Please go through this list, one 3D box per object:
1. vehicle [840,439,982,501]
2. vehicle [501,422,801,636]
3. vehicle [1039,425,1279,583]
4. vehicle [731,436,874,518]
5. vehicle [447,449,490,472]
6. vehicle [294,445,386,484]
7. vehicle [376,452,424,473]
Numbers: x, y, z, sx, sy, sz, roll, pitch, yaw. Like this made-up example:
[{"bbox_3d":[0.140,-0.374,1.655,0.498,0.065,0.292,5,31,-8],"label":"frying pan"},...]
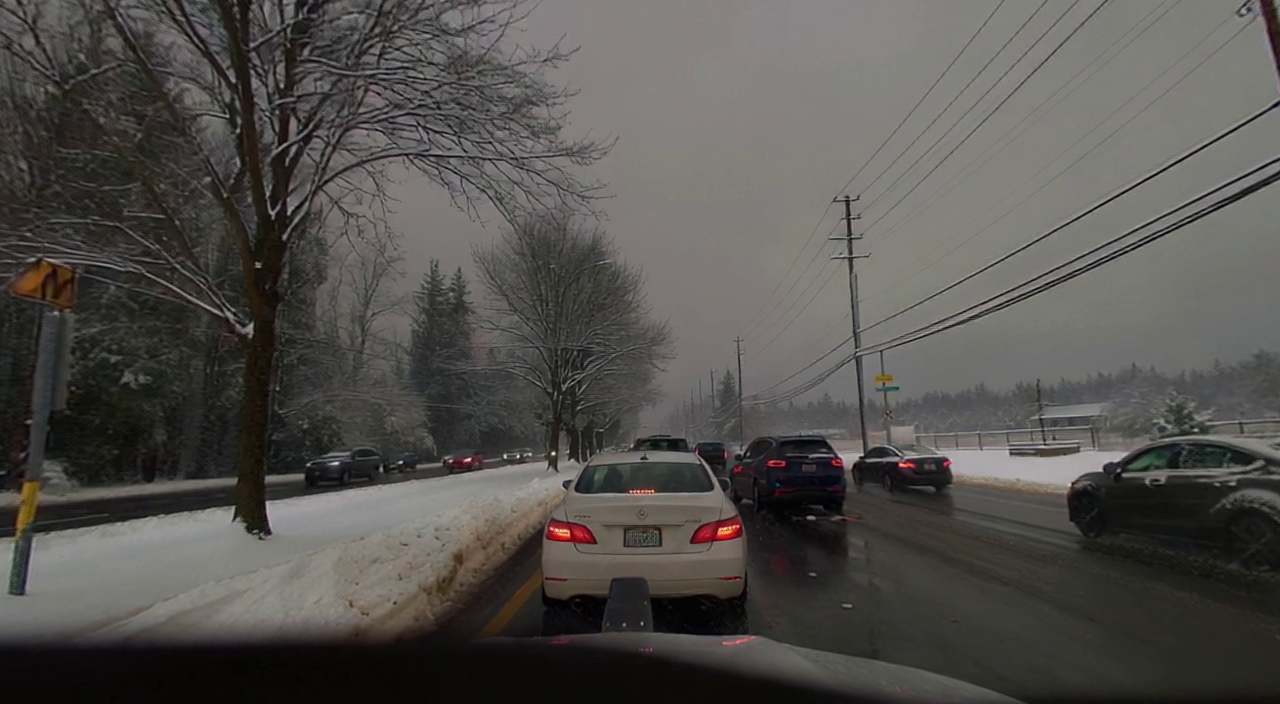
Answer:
[{"bbox_3d":[7.271,3.184,17.527,1.899,1.458,4.499,0,-8,-1],"label":"vehicle"},{"bbox_3d":[0.063,1.537,6.475,2.108,1.479,3.935,0,-8,0],"label":"vehicle"},{"bbox_3d":[6.989,1.627,7.286,1.850,1.480,4.474,0,-8,1],"label":"vehicle"},{"bbox_3d":[3.336,2.632,13.869,1.979,1.504,4.156,0,-8,-1],"label":"vehicle"},{"bbox_3d":[-12.005,7.606,44.365,1.804,1.430,4.456,0,-8,0],"label":"vehicle"},{"bbox_3d":[-15.298,5.731,32.541,2.056,1.809,5.354,0,-8,0],"label":"vehicle"},{"bbox_3d":[-18.761,8.641,49.507,1.884,1.466,4.821,0,-8,0],"label":"vehicle"}]
